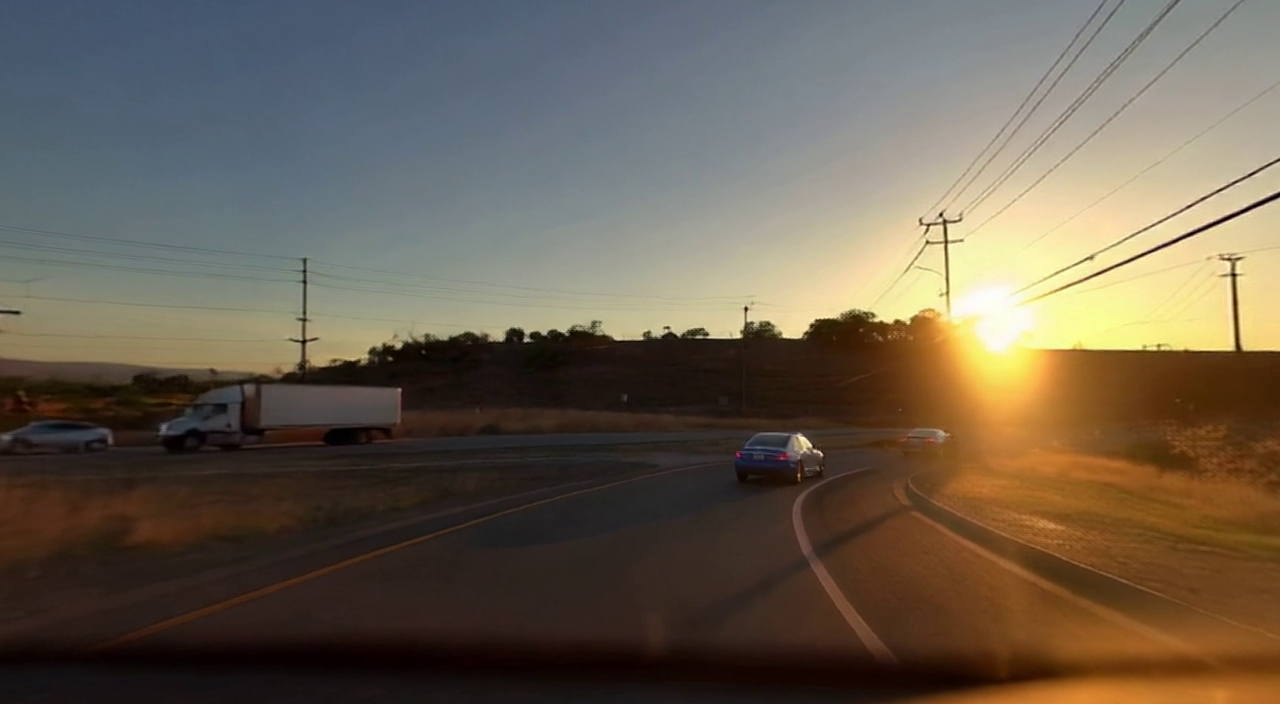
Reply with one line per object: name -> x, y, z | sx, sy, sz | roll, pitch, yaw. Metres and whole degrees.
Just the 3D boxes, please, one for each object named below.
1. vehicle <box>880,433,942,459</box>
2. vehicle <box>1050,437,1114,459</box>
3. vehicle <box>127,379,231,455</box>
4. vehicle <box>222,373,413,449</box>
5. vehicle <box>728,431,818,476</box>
vehicle -> 16.455, 5.690, 38.209 | 4.307, 1.465, 1.836 | 8, -12, -43
vehicle -> 33.177, 7.187, 47.322 | 4.102, 1.552, 1.931 | 3, -9, -23
vehicle -> -23.888, 3.459, 32.708 | 3.911, 3.666, 2.936 | 7, -11, -39
vehicle -> -18.640, 3.660, 37.067 | 9.356, 3.992, 2.808 | 7, -11, -39
vehicle -> 4.790, 3.527, 22.204 | 2.026, 1.407, 4.374 | -4, -9, 26
